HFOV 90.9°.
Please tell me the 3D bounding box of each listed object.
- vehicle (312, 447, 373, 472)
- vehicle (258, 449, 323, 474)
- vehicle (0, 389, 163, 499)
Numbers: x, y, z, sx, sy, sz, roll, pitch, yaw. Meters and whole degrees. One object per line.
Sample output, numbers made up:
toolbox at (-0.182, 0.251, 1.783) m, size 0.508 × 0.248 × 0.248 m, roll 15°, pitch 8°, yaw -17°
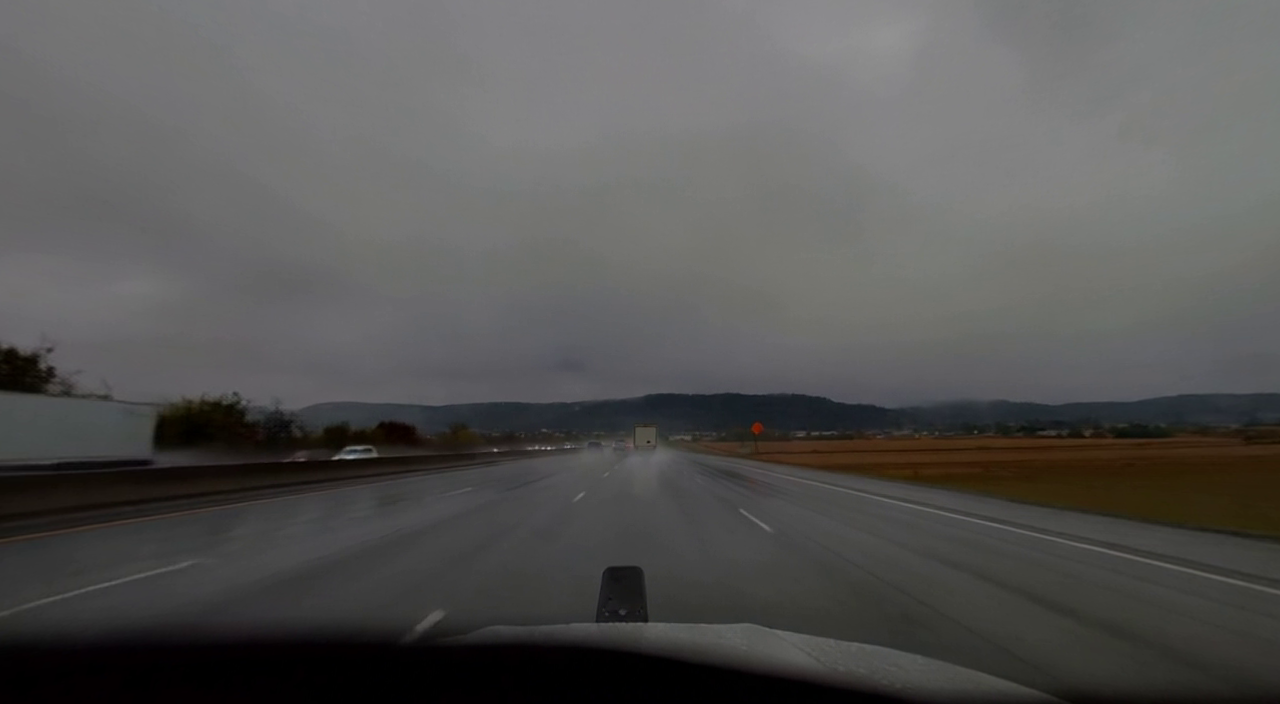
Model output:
vehicle at (-20.439, 7.402, 43.522) m, size 2.077 × 1.589 × 4.203 m, roll 0°, pitch -8°, yaw 1°
vehicle at (-23.912, 7.484, 43.357) m, size 1.885 × 1.615 × 4.448 m, roll 0°, pitch -8°, yaw 1°
vehicle at (-25.022, 3.566, 24.397) m, size 2.830 × 4.041 × 13.042 m, roll 0°, pitch -8°, yaw 0°
